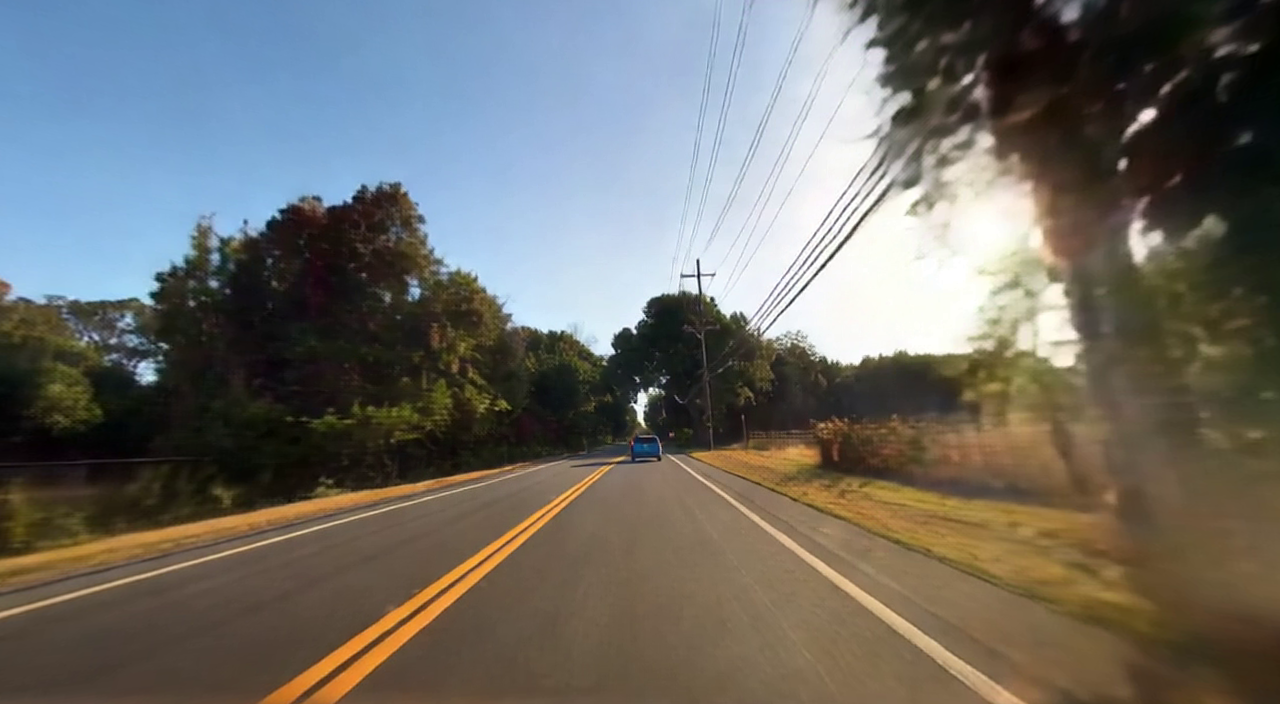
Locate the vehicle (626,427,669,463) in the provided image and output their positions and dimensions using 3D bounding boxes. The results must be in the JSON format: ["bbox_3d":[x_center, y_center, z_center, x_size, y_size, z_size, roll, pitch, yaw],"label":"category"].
[{"bbox_3d":[0.403,5.702,38.599,2.468,2.056,4.422,0,-8,0],"label":"vehicle"}]
